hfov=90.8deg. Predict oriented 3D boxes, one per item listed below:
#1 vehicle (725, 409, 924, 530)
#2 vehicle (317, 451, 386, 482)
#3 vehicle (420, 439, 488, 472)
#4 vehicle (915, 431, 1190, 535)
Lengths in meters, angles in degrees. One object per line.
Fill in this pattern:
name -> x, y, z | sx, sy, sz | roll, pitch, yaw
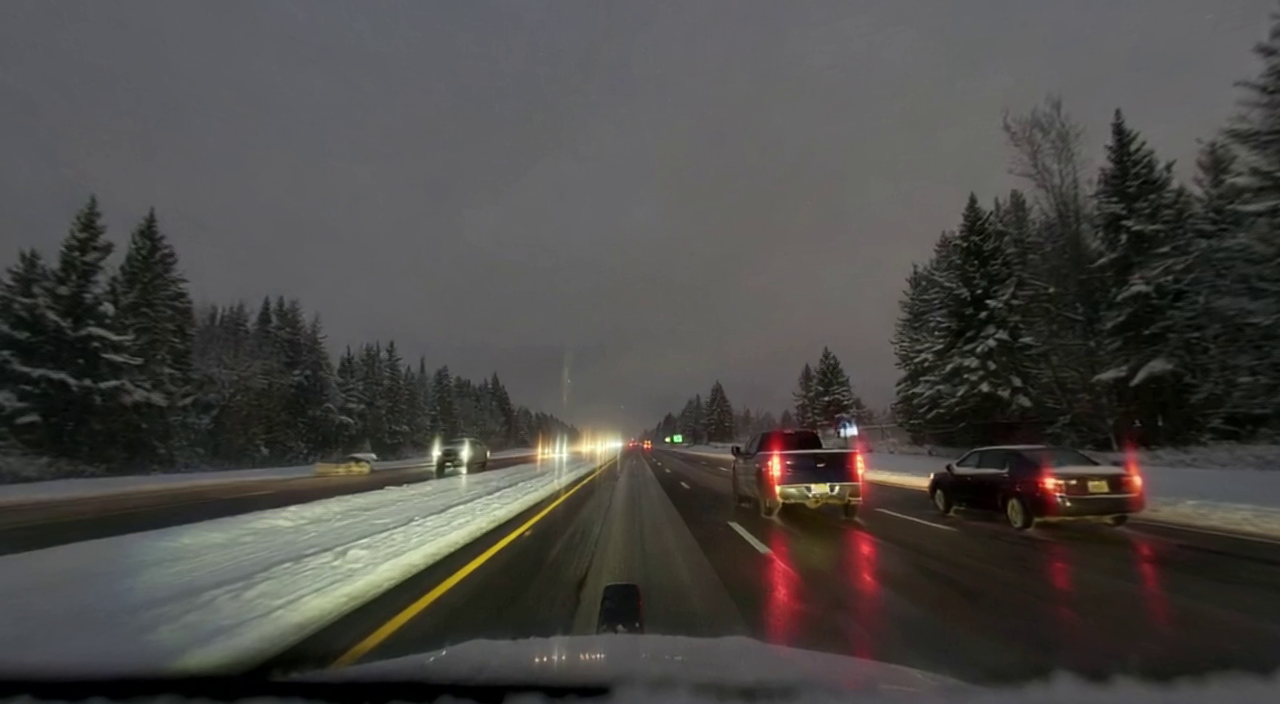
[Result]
vehicle -> 3.145, 2.149, 12.132 | 2.258, 1.824, 4.908 | 0, -9, -1
vehicle -> -14.872, 5.888, 32.818 | 1.792, 1.457, 4.001 | 1, -8, -1
vehicle -> -10.673, 5.982, 36.702 | 2.215, 1.741, 5.533 | 0, -9, 1
vehicle -> 6.765, 2.170, 11.065 | 2.009, 1.456, 4.097 | 0, -8, -1
